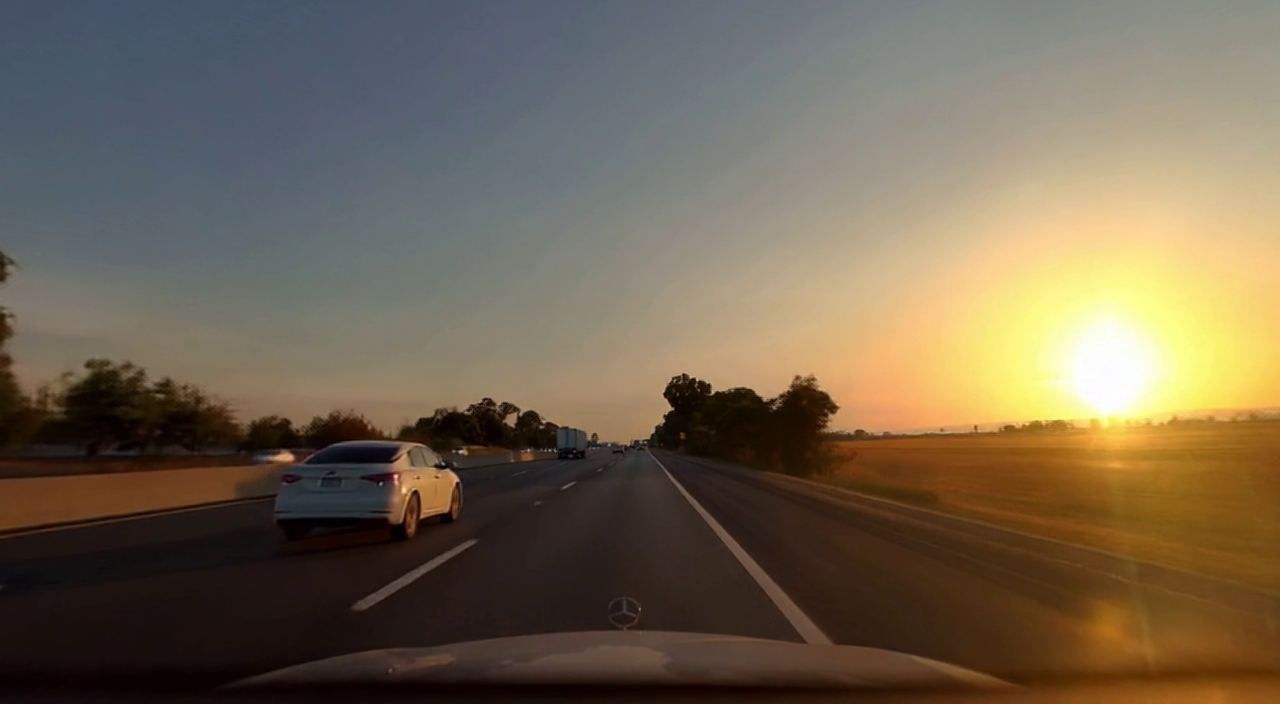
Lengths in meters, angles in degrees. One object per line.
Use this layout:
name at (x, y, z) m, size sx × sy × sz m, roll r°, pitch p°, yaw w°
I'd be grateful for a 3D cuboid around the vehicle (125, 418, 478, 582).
vehicle at (-3.880, 1.788, 8.500) m, size 2.028 × 1.553 × 4.820 m, roll 0°, pitch -9°, yaw 1°
